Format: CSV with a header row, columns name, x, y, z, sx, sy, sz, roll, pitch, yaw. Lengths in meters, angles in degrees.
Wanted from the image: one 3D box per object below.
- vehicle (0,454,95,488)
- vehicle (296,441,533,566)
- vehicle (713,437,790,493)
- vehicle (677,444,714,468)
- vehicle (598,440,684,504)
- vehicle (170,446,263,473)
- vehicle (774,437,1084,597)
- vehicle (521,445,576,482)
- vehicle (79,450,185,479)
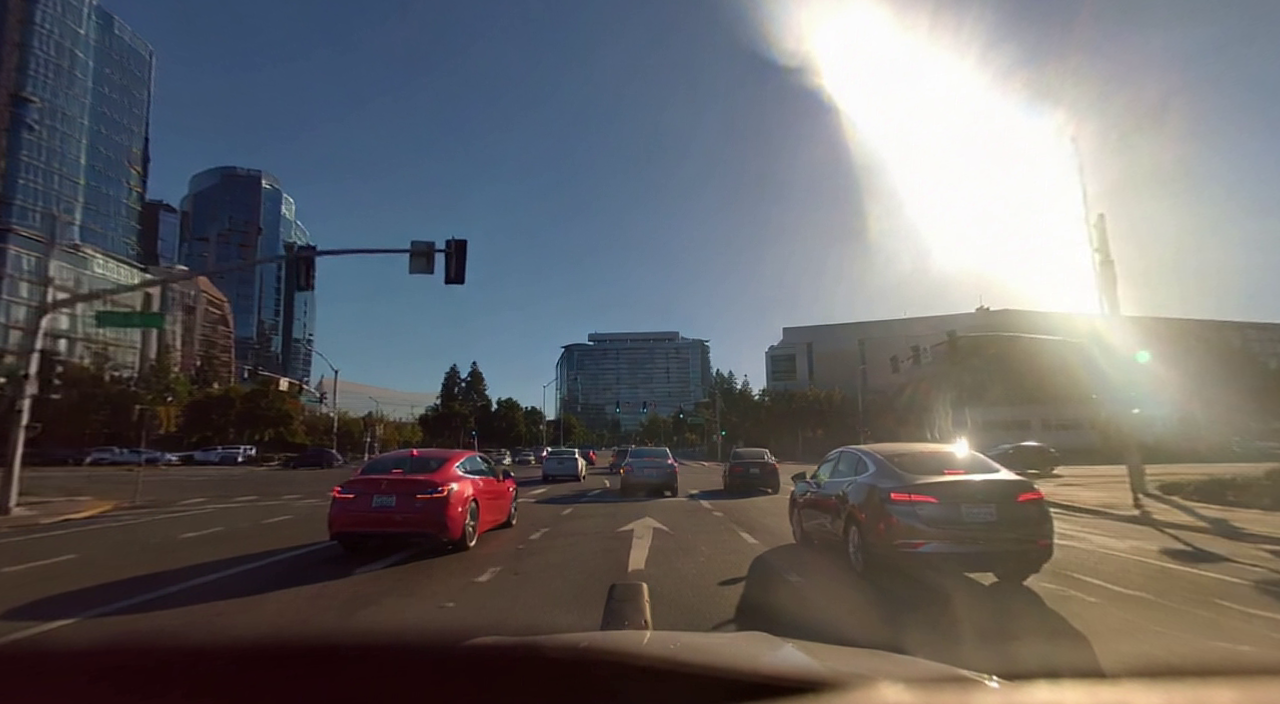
name,x,y,z,sx,sy,sz,roll,pitch,yaw
vehicle,-29.720,5.764,30.613,4.551,1.533,2.070,-1,-9,2
vehicle,-3.104,2.169,9.870,2.015,1.478,4.407,0,-8,1
vehicle,3.754,3.868,21.945,1.938,1.732,4.006,0,-9,0
vehicle,4.005,7.532,45.875,2.138,1.624,4.417,0,-9,-2
vehicle,-0.044,3.330,17.904,2.144,1.563,4.218,0,-9,-2
vehicle,-29.144,7.410,43.450,4.916,1.793,2.082,-1,-9,3
vehicle,3.311,1.942,8.500,1.951,1.522,4.614,0,-8,-1
vehicle,-4.271,5.037,28.904,2.089,1.537,4.073,2,-9,-14
vehicle,-30.260,6.675,37.652,4.427,1.629,2.213,-1,-9,2
